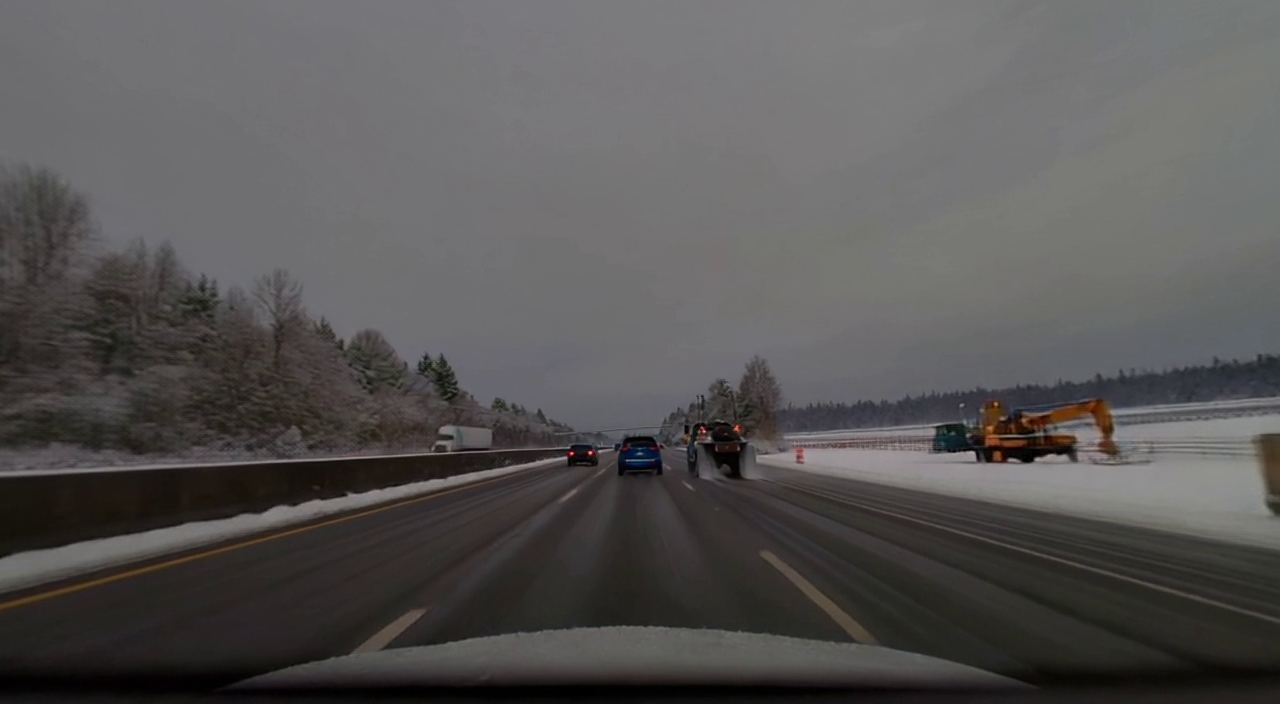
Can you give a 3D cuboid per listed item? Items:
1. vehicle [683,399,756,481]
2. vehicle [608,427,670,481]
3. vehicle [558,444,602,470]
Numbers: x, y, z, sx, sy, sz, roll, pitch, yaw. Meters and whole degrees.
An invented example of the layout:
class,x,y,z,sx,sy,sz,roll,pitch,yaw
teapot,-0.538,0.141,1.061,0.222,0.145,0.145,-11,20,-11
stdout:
class,x,y,z,sx,sy,sz,roll,pitch,yaw
vehicle,4.041,4.796,34.225,2.793,3.828,9.580,0,-8,1
vehicle,-0.008,4.148,25.824,2.308,1.993,4.631,0,-8,1
vehicle,-3.455,6.167,37.329,2.096,1.469,4.319,0,-8,1
